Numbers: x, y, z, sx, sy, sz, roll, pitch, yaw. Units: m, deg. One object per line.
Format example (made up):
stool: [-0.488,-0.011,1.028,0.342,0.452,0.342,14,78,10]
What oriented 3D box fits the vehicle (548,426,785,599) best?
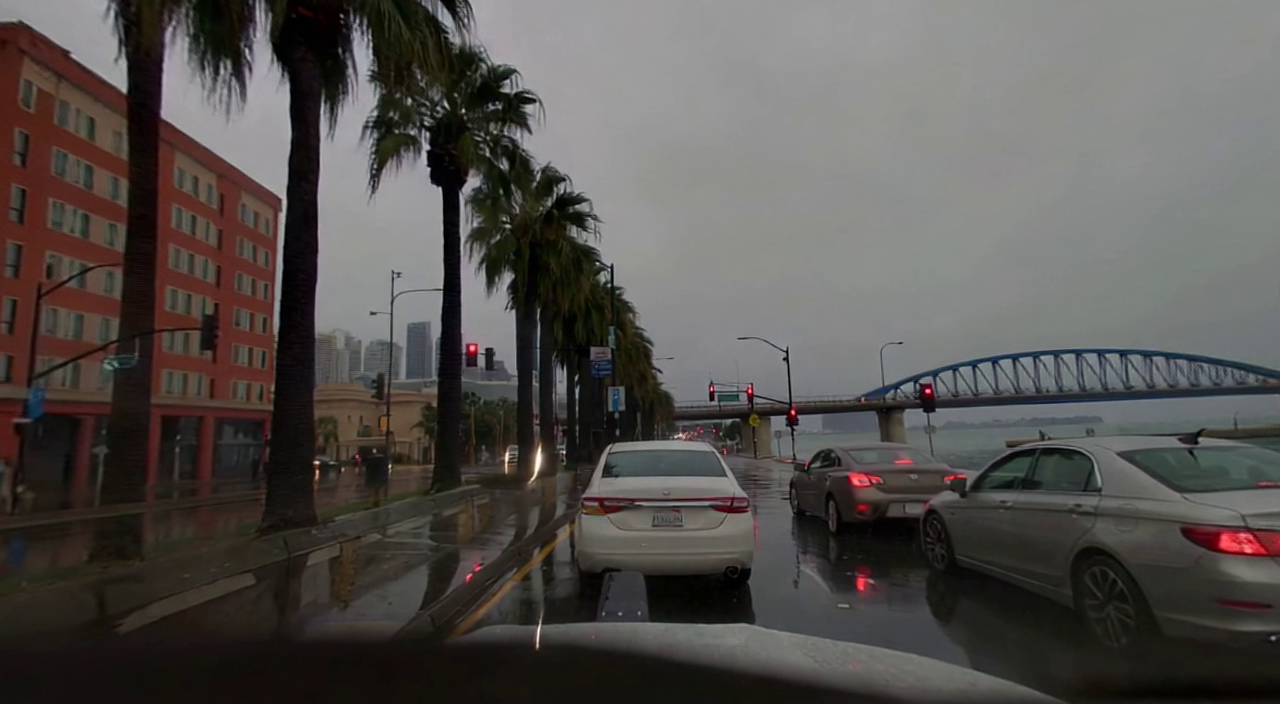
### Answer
vehicle: [0.260,1.706,7.498,2.093,1.503,3.681,0,-9,1]

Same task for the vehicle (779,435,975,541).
vehicle: [3.884,2.291,11.300,1.920,1.490,4.417,-1,-9,2]

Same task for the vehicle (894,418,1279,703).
vehicle: [3.917,1.367,5.095,1.913,1.469,4.425,0,-9,0]
